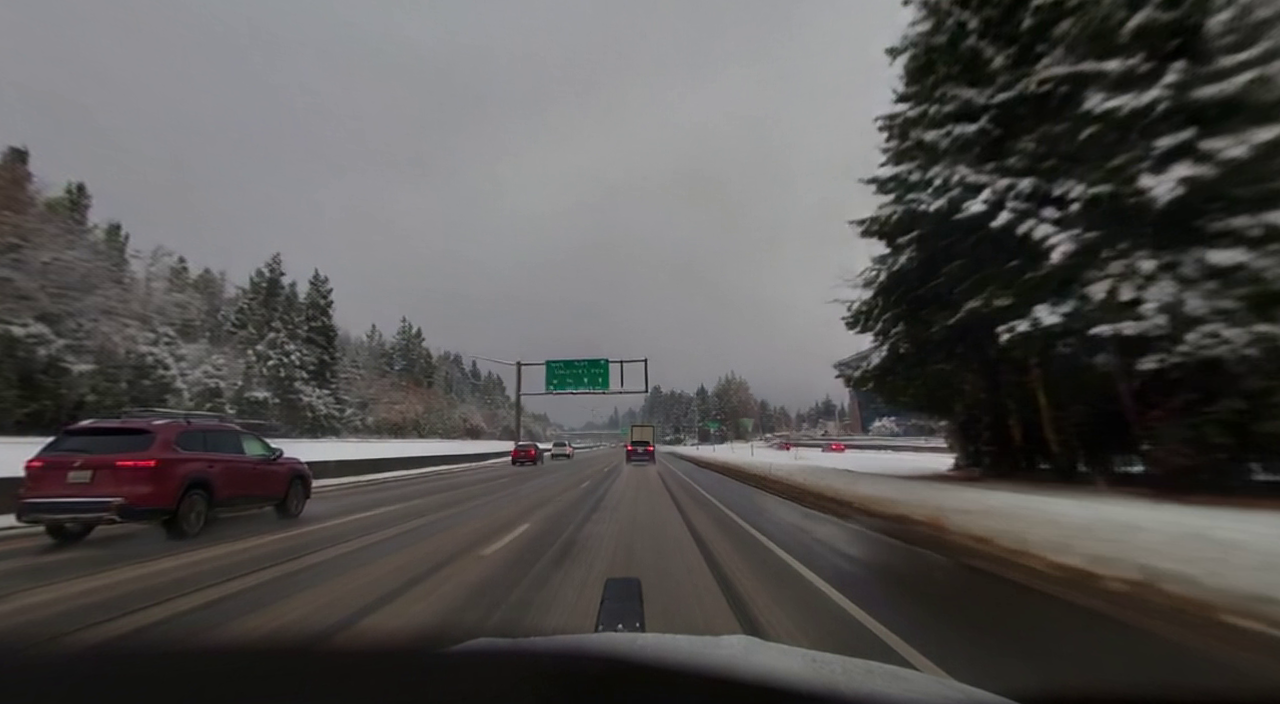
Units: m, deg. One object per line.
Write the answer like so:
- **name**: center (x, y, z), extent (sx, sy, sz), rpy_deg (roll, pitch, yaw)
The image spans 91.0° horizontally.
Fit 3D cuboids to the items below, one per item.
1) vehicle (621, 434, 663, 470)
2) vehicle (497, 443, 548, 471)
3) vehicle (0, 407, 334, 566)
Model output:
- **vehicle**: center (0.107, 5.702, 36.033), extent (2.245, 1.863, 4.801), rpy_deg (0, -9, 0)
- **vehicle**: center (-6.760, 6.088, 36.636), extent (2.074, 1.495, 4.643), rpy_deg (0, -9, 0)
- **vehicle**: center (-7.123, 1.937, 9.861), extent (2.146, 1.834, 4.999), rpy_deg (0, -9, 0)
